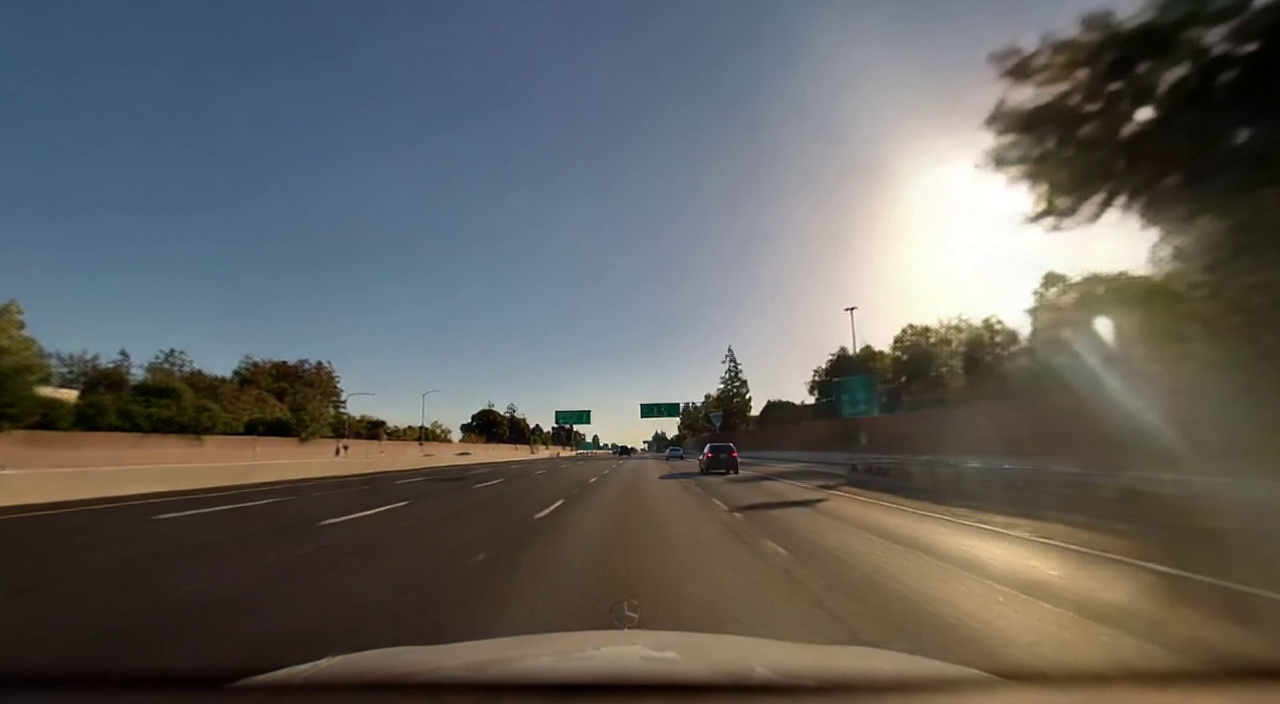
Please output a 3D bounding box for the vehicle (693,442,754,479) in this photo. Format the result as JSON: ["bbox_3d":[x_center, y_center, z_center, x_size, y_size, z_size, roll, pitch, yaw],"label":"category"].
[{"bbox_3d":[3.545,4.696,27.547,2.033,1.501,4.398,0,-9,-1],"label":"vehicle"}]
